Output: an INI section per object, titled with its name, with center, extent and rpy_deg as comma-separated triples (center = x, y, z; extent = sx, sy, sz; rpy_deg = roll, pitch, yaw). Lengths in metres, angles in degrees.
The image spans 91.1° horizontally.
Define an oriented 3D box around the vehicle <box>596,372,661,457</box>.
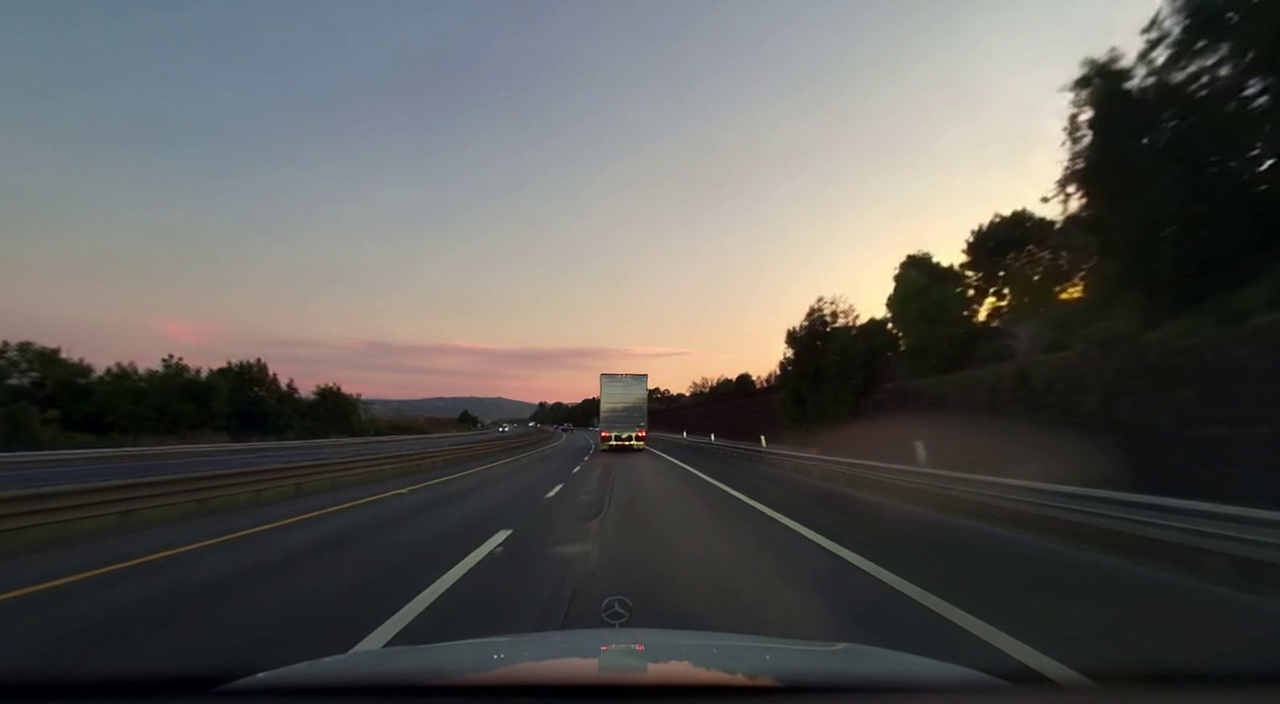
[vehicle]
center = -0.806, 3.599, 34.637
extent = 3.023, 3.965, 10.402
rpy_deg = 0, -8, -3
